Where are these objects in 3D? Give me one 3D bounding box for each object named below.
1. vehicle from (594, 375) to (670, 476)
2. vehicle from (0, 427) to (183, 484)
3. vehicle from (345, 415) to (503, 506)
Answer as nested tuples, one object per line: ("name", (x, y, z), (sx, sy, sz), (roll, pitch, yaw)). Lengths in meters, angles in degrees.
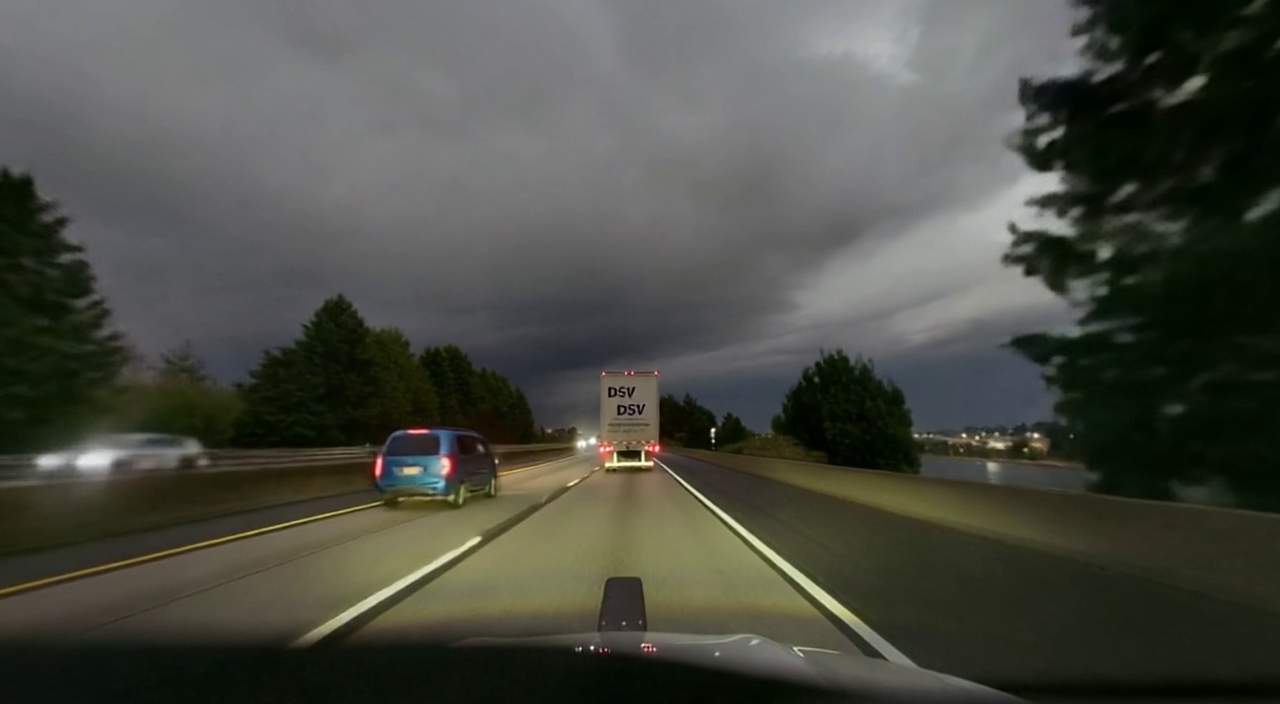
("vehicle", (-0.451, 3.605, 29.971), (2.969, 3.957, 10.270), (0, -8, -1))
("vehicle", (-16.581, 3.100, 19.123), (1.902, 1.502, 4.621), (0, -8, -1))
("vehicle", (-4.785, 2.486, 14.807), (2.086, 1.778, 4.544), (0, -8, 0))
